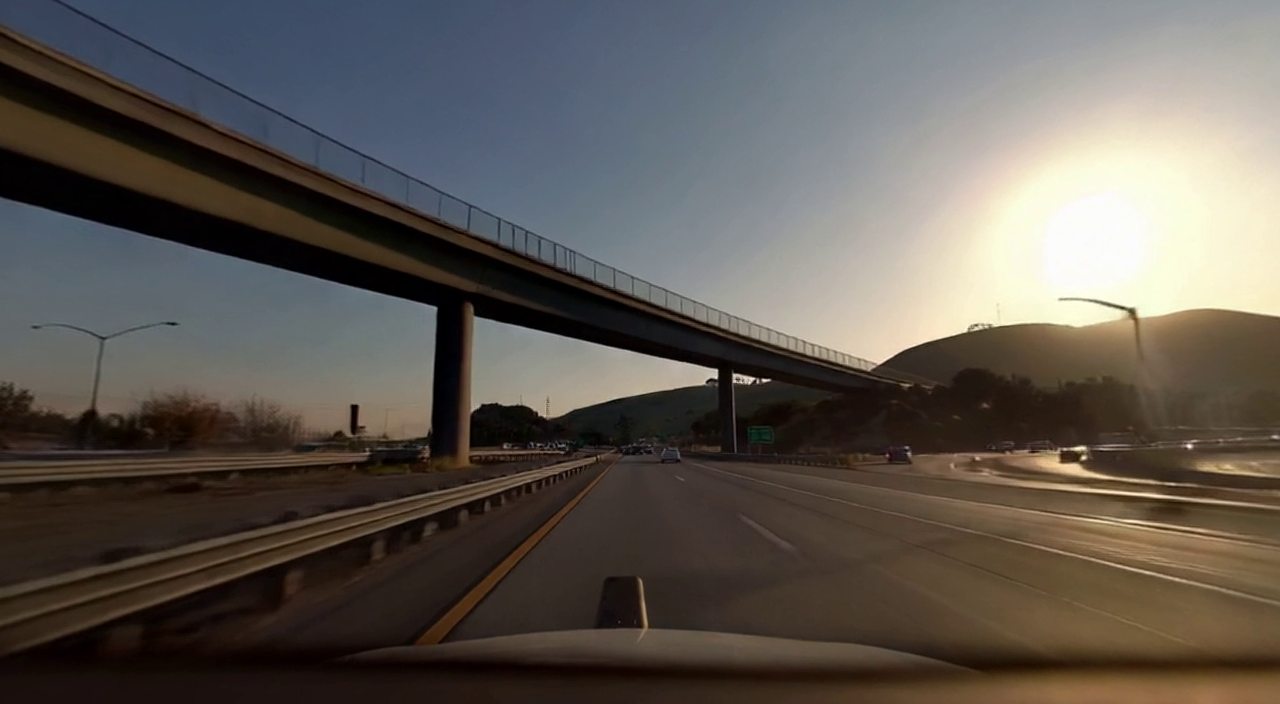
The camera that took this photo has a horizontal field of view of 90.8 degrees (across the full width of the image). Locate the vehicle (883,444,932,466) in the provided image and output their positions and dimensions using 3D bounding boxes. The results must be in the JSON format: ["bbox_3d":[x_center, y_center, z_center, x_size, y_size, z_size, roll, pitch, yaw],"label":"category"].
[{"bbox_3d":[20.721,7.976,49.074,1.924,1.594,4.293,-1,-8,0],"label":"vehicle"}]

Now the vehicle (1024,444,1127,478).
[{"bbox_3d":[21.153,5.296,30.956,1.885,1.510,4.372,0,-9,0],"label":"vehicle"}]
